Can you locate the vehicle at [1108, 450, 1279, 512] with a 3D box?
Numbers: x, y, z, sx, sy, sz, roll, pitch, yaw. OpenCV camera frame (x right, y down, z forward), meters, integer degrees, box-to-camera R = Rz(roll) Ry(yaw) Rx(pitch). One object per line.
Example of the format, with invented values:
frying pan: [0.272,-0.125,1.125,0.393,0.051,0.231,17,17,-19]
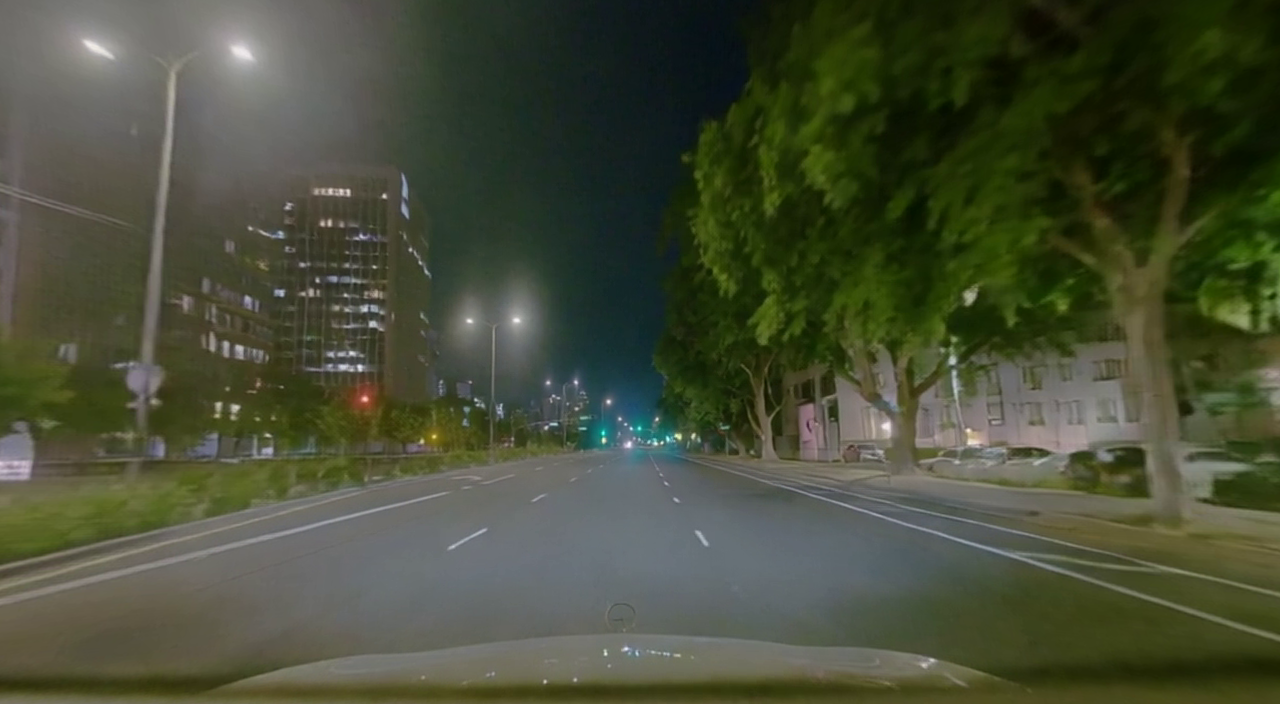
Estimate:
vehicle: [14.803,3.223,15.954,4.227,1.434,2.031,0,-9,0]

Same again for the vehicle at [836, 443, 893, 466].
vehicle: [15.269,7.014,43.131,1.931,1.475,4.671,0,-9,-3]
